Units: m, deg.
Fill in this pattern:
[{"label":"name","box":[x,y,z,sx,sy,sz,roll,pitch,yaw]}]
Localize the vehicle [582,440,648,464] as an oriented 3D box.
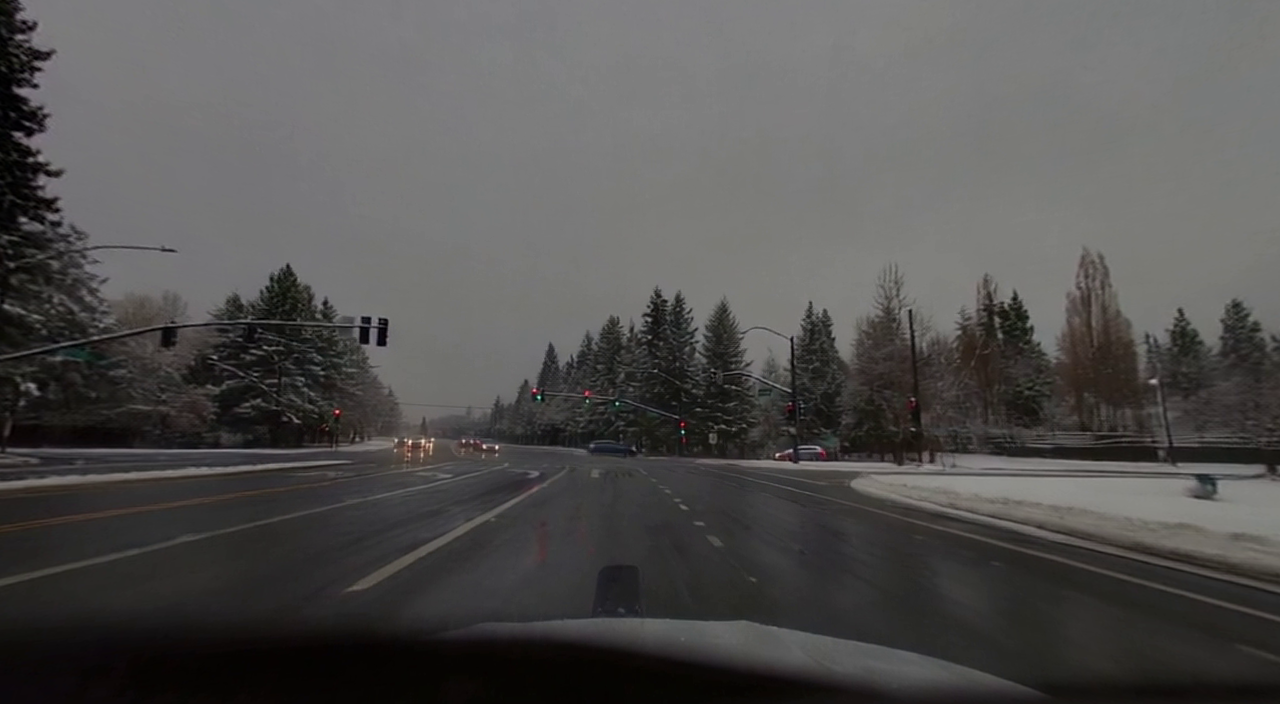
[{"label":"vehicle","box":[-1.845,7.287,46.264,4.605,1.665,1.888,2,-9,-13]}]
